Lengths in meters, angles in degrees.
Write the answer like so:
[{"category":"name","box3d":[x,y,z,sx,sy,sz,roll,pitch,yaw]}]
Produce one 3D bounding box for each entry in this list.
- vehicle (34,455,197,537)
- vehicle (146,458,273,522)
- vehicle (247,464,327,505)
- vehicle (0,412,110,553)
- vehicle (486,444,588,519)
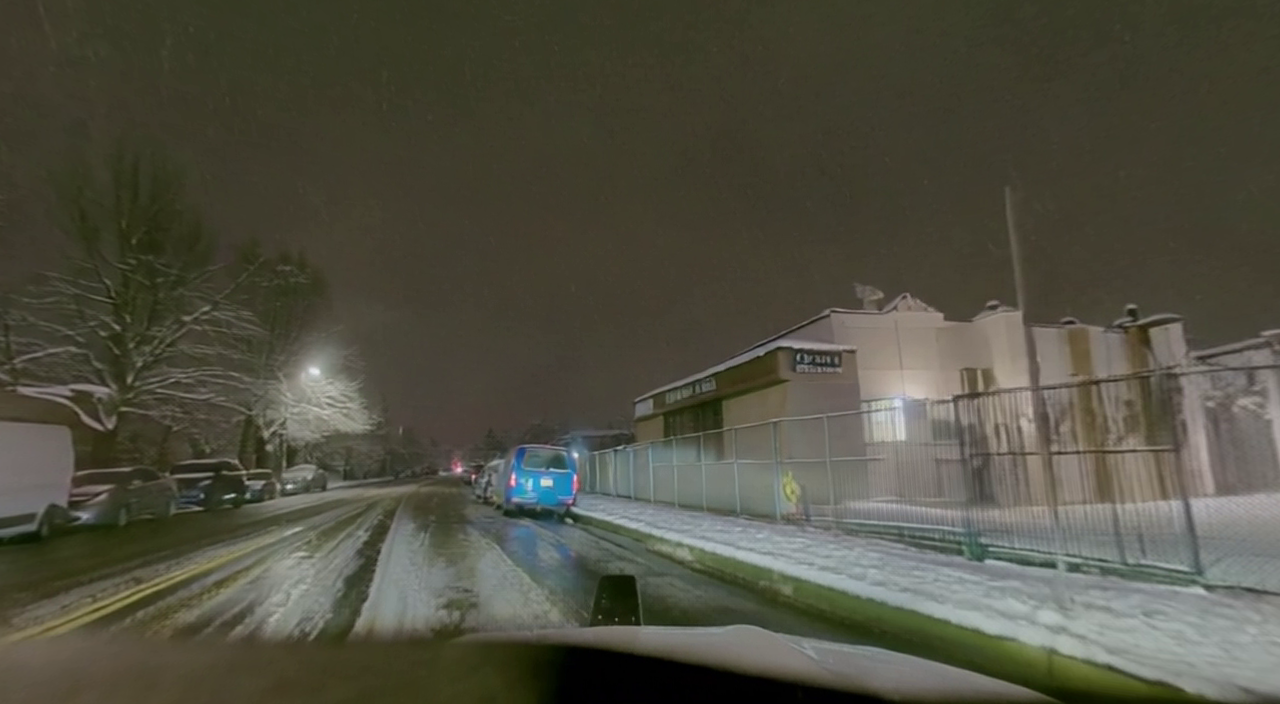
[{"category":"vehicle","box3d":[-14.018,3.805,17.237,1.857,1.908,4.081,3,-10,-18]},{"category":"vehicle","box3d":[-15.846,5.023,23.711,2.304,1.937,5.720,1,-9,-18]},{"category":"vehicle","box3d":[-19.008,7.104,34.348,2.504,1.919,5.658,3,-10,-16]},{"category":"vehicle","box3d":[-12.286,2.478,11.420,2.435,2.308,4.937,-2,-11,-19]},{"category":"vehicle","box3d":[-3.524,4.074,20.497,2.327,2.021,5.850,3,-10,-18]}]
